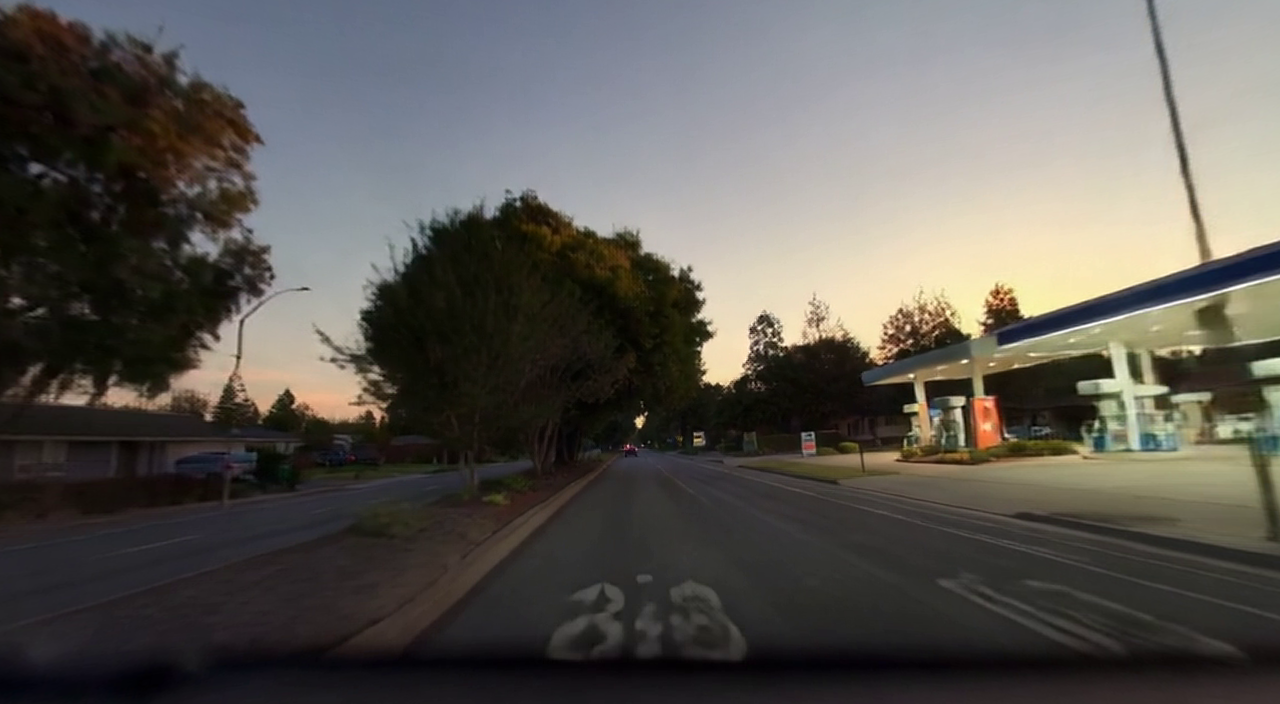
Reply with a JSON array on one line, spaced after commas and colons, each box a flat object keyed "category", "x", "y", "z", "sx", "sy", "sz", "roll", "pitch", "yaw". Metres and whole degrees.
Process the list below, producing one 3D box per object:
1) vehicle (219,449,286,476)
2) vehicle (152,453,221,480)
[{"category": "vehicle", "x": -25.322, "y": 7.205, "z": 41.422, "sx": 1.760, "sy": 1.598, "sz": 3.881, "roll": -1, "pitch": -9, "yaw": 2}, {"category": "vehicle", "x": -30.194, "y": 7.623, "z": 42.204, "sx": 1.881, "sy": 1.444, "sz": 4.046, "roll": -3, "pitch": -7, "yaw": -5}]
